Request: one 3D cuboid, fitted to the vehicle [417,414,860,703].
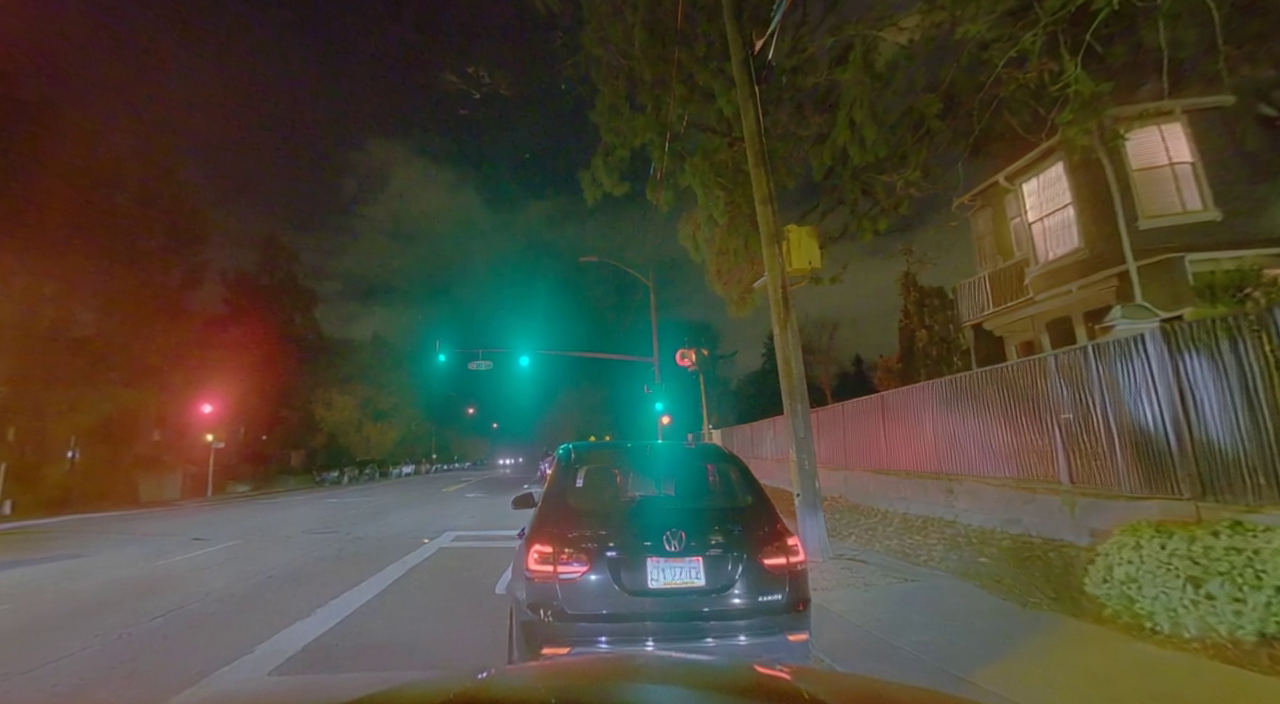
[{"bbox_3d":[-0.154,1.317,4.783,2.024,1.502,3.702,1,-9,-5],"label":"vehicle"}]
